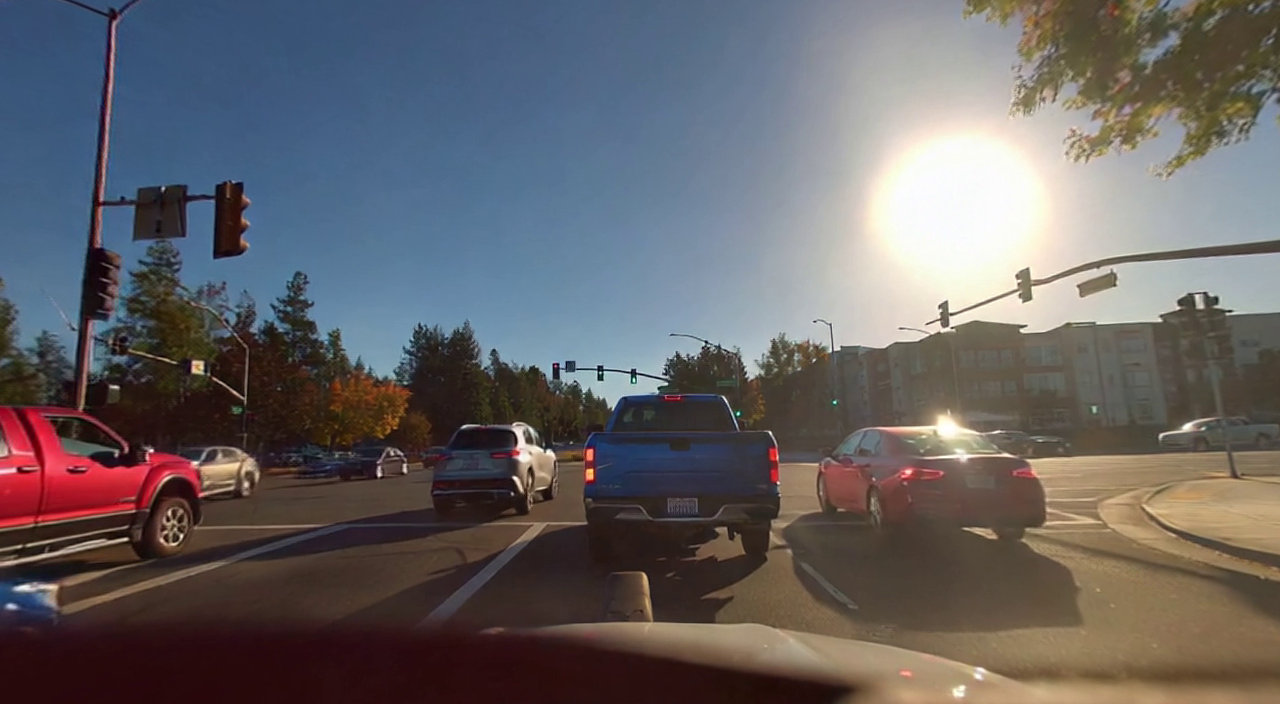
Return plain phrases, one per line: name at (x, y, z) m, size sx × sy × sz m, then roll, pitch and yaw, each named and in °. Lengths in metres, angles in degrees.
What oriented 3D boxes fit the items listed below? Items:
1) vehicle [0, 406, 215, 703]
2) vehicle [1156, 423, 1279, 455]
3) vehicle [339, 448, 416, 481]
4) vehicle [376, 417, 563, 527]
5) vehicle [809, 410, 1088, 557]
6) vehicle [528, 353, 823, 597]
vehicle at (-3.372, 0.763, 1.073) m, size 1.998 × 1.481 × 4.656 m, roll 0°, pitch -8°, yaw 1°
vehicle at (27.795, 4.156, 30.062) m, size 4.681 × 1.458 × 1.908 m, roll 0°, pitch -8°, yaw -1°
vehicle at (-12.842, 5.500, 31.188) m, size 1.834 × 1.463 × 4.597 m, roll 0°, pitch -8°, yaw 0°
vehicle at (-3.034, 2.265, 12.514) m, size 2.125 × 1.739 × 4.707 m, roll 0°, pitch -8°, yaw 4°
vehicle at (4.095, 1.816, 9.358) m, size 1.984 × 1.659 × 4.226 m, roll 0°, pitch -8°, yaw 0°
vehicle at (0.358, 1.392, 7.862) m, size 2.505 × 2.084 × 4.768 m, roll 0°, pitch -8°, yaw 1°
